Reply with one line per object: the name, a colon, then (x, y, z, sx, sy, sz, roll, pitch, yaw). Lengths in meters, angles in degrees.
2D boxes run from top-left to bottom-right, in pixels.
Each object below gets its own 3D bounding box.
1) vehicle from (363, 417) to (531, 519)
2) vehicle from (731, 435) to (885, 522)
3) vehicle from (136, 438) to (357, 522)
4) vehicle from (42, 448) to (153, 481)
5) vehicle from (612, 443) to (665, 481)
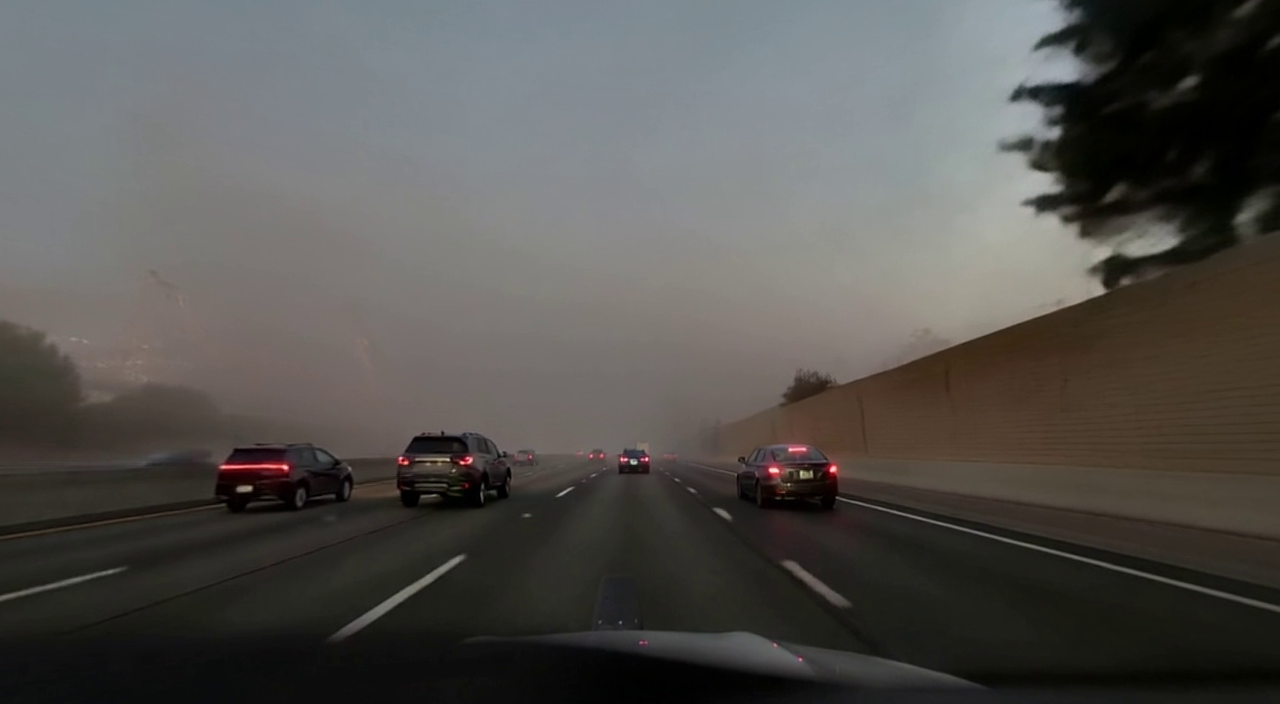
vehicle: (-3.767, 2.357, 13.290, 2.121, 1.775, 4.335, 0, -8, 0)
vehicle: (3.289, 2.558, 13.413, 1.917, 1.507, 4.540, 0, -8, -1)
vehicle: (-8.018, 2.605, 13.490, 1.908, 1.476, 4.342, 0, -8, 0)
vehicle: (-30.794, 6.373, 36.111, 1.961, 1.695, 4.880, 0, -8, 0)
vehicle: (-0.097, 4.580, 26.656, 2.045, 1.452, 4.040, 0, -8, -1)
